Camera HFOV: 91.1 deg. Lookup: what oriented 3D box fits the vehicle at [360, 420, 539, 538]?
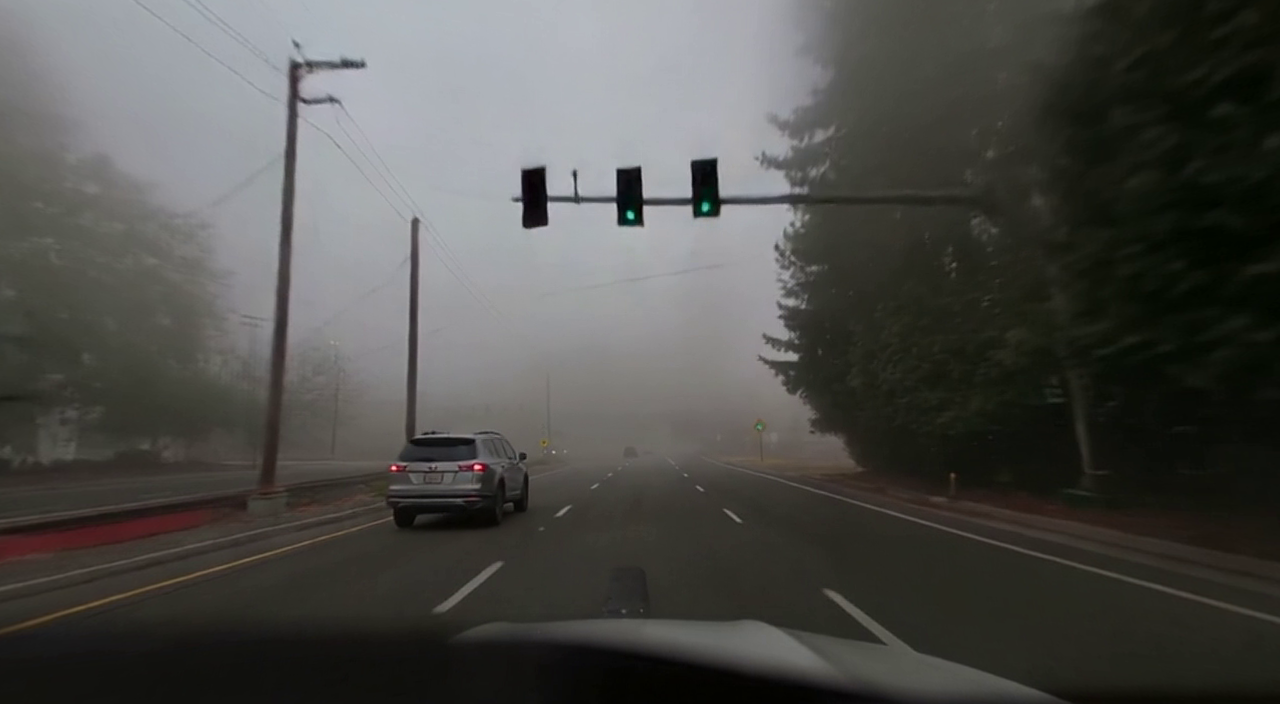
[{"bbox_3d":[-3.173,2.194,11.500,1.882,1.704,4.335,-1,-8,0],"label":"vehicle"}]
